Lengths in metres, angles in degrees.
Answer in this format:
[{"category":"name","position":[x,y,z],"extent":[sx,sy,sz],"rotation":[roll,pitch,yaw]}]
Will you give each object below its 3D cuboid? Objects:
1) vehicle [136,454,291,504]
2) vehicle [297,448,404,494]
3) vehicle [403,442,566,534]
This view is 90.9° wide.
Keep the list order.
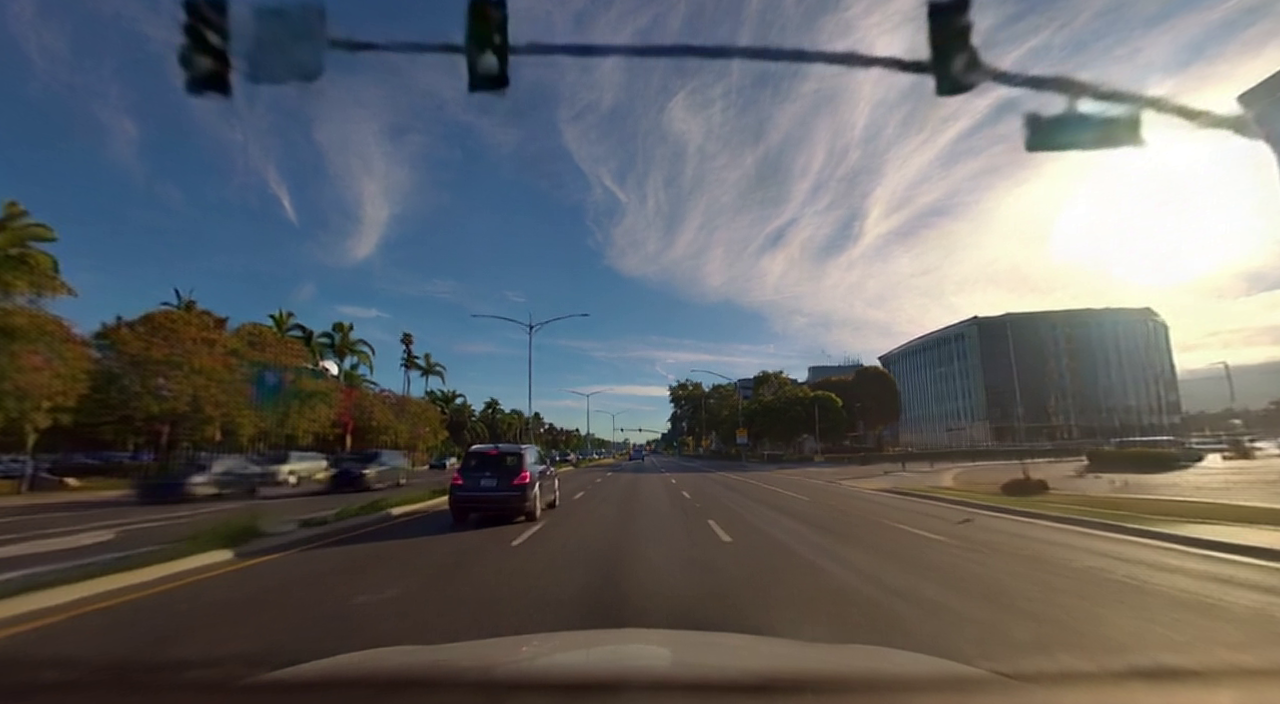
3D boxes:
[{"category":"vehicle","position":[-14.636,4.362,22.065],"extent":[2.064,1.475,4.681],"rotation":[0,-8,2]},{"category":"vehicle","position":[-11.277,4.623,24.916],"extent":[2.134,1.623,4.279],"rotation":[0,-8,1]},{"category":"vehicle","position":[-2.956,2.699,13.273],"extent":[2.162,1.549,4.795],"rotation":[0,-8,1]}]
